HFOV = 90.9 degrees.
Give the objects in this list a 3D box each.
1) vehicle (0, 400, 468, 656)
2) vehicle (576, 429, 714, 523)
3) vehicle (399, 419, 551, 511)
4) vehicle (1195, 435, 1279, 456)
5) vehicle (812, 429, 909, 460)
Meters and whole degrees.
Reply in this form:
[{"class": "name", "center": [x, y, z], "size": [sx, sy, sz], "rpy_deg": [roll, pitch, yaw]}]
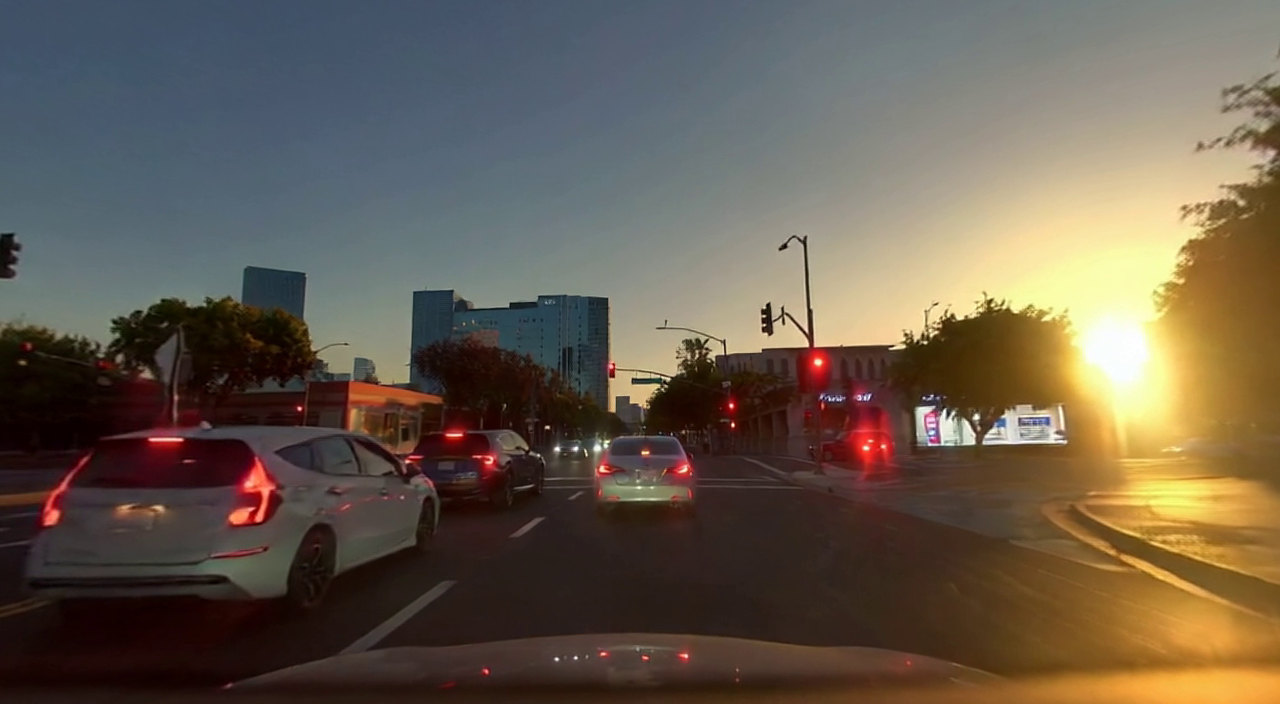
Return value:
[{"class": "vehicle", "center": [-3.310, 1.378, 6.032], "size": [2.029, 1.517, 4.375], "rpy_deg": [0, -8, 1]}, {"class": "vehicle", "center": [0.169, 2.316, 12.392], "size": [2.258, 1.507, 3.896], "rpy_deg": [-1, -8, 3]}, {"class": "vehicle", "center": [-3.386, 2.417, 13.893], "size": [2.009, 1.704, 4.230], "rpy_deg": [-1, -8, 3]}, {"class": "vehicle", "center": [43.660, 6.814, 45.983], "size": [4.582, 1.442, 1.860], "rpy_deg": [0, -8, -2]}, {"class": "vehicle", "center": [13.059, 5.489, 37.560], "size": [5.032, 1.762, 1.982], "rpy_deg": [0, -8, 0]}]
